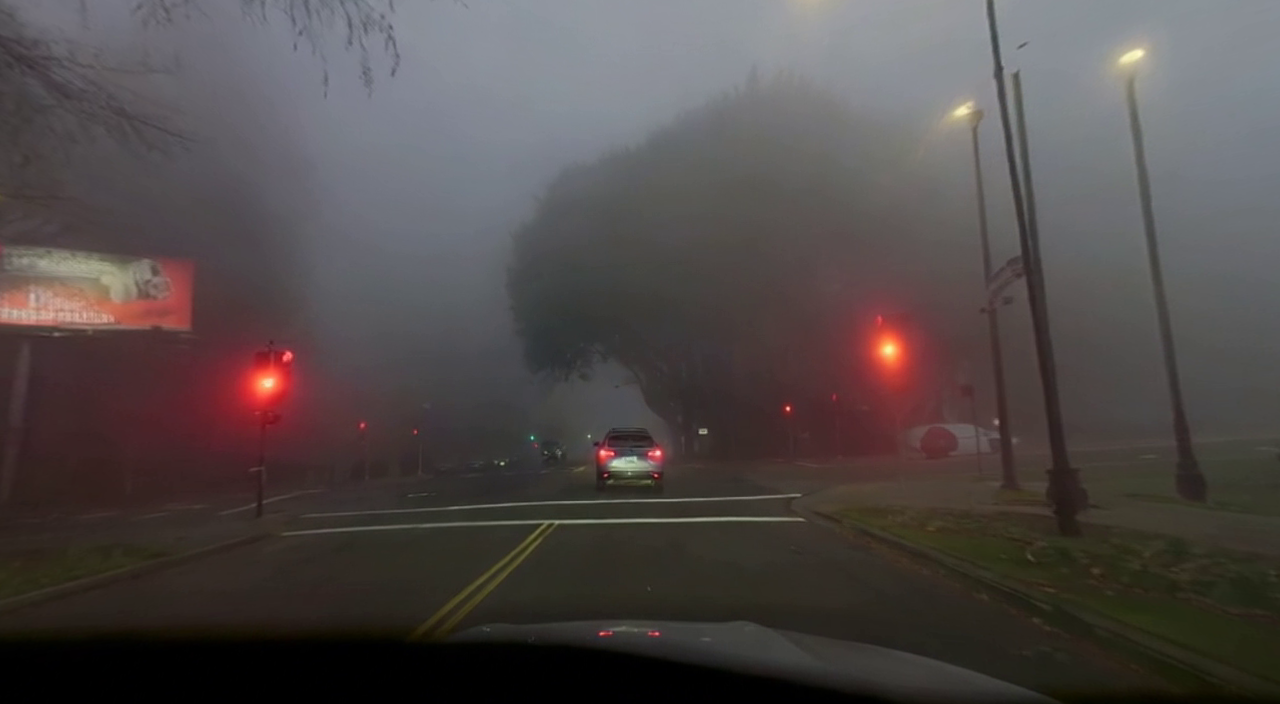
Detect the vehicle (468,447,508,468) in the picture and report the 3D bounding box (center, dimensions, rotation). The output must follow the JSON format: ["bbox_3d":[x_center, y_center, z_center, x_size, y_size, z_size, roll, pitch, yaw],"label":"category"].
[{"bbox_3d":[-11.011,7.624,45.819,1.989,1.403,4.331,0,-8,-3],"label":"vehicle"}]

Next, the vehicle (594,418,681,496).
[{"bbox_3d":[-0.157,2.898,17.608,2.142,1.904,3.816,0,-8,-3],"label":"vehicle"}]

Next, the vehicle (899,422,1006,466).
[{"bbox_3d":[12.097,3.545,24.388,3.403,1.602,1.716,2,-9,-19],"label":"vehicle"}]

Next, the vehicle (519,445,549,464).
[{"bbox_3d":[-8.189,7.948,48.923,1.886,1.377,3.932,0,-8,-3],"label":"vehicle"}]
